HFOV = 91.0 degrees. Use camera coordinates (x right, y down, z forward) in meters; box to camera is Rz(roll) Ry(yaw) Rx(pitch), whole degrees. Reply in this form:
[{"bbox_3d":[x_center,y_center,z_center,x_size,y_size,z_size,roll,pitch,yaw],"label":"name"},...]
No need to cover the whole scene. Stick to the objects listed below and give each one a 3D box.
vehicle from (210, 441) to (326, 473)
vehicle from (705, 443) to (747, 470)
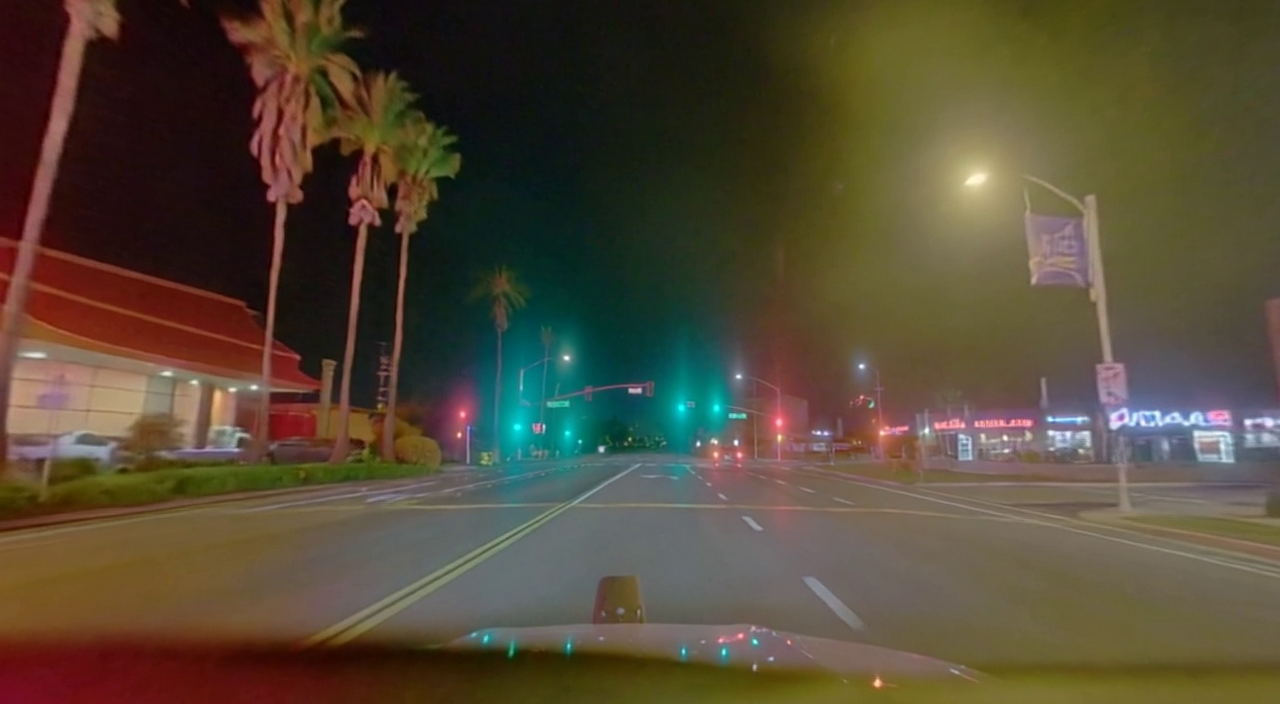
[{"bbox_3d":[-17.582,4.987,29.918,4.277,1.453,1.913,0,-9,1],"label":"vehicle"},{"bbox_3d":[5.100,6.226,37.828,2.065,1.507,4.225,0,-9,1],"label":"vehicle"}]
